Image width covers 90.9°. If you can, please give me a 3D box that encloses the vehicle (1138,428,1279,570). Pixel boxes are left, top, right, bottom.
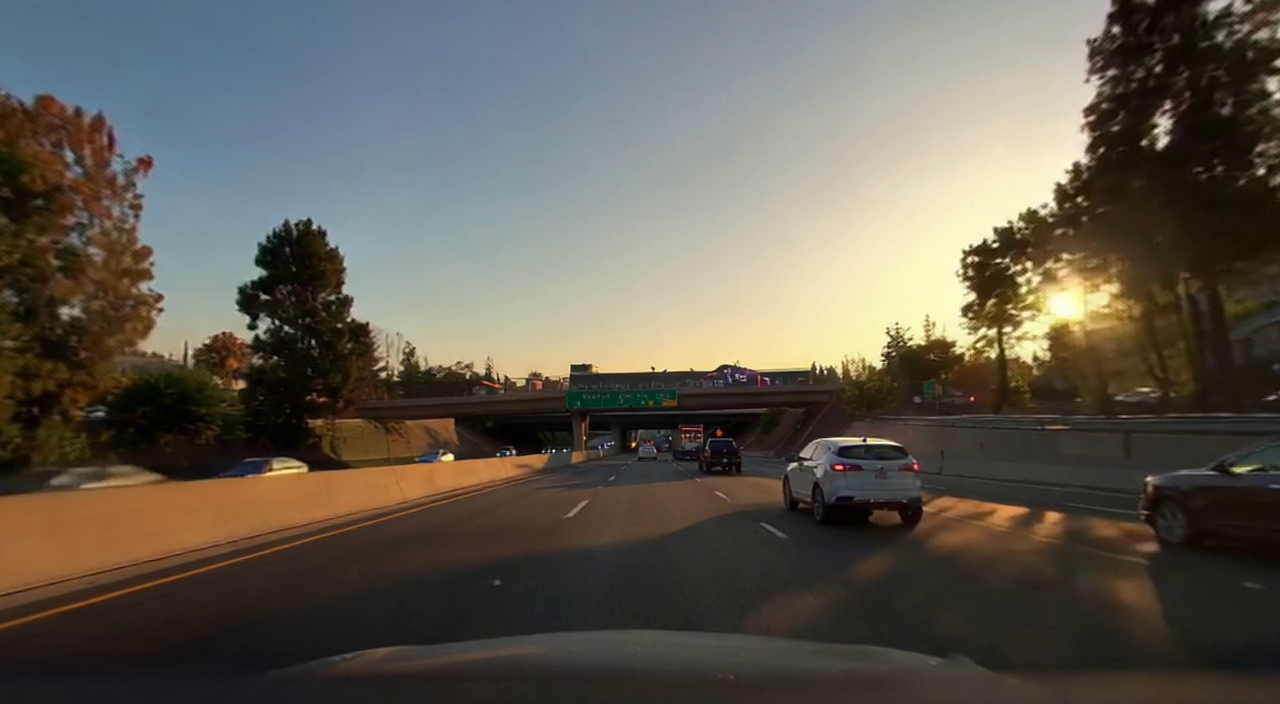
[{"bbox_3d":[7.669,1.488,6.246,1.919,1.476,4.303,0,-8,0],"label":"vehicle"}]

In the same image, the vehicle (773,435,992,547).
[{"bbox_3d":[3.718,2.193,10.716,1.902,1.481,4.451,0,-8,-1],"label":"vehicle"}]

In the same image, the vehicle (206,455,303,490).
[{"bbox_3d":[-18.611,5.789,30.698,1.913,1.484,4.502,0,-8,-1],"label":"vehicle"}]

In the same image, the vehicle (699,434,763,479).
[{"bbox_3d":[4.003,4.695,28.660,2.086,1.858,4.737,0,-8,-1],"label":"vehicle"}]

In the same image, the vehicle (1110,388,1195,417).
[{"bbox_3d":[35.334,3.552,43.671,2.024,1.757,4.696,0,-8,2],"label":"vehicle"}]
